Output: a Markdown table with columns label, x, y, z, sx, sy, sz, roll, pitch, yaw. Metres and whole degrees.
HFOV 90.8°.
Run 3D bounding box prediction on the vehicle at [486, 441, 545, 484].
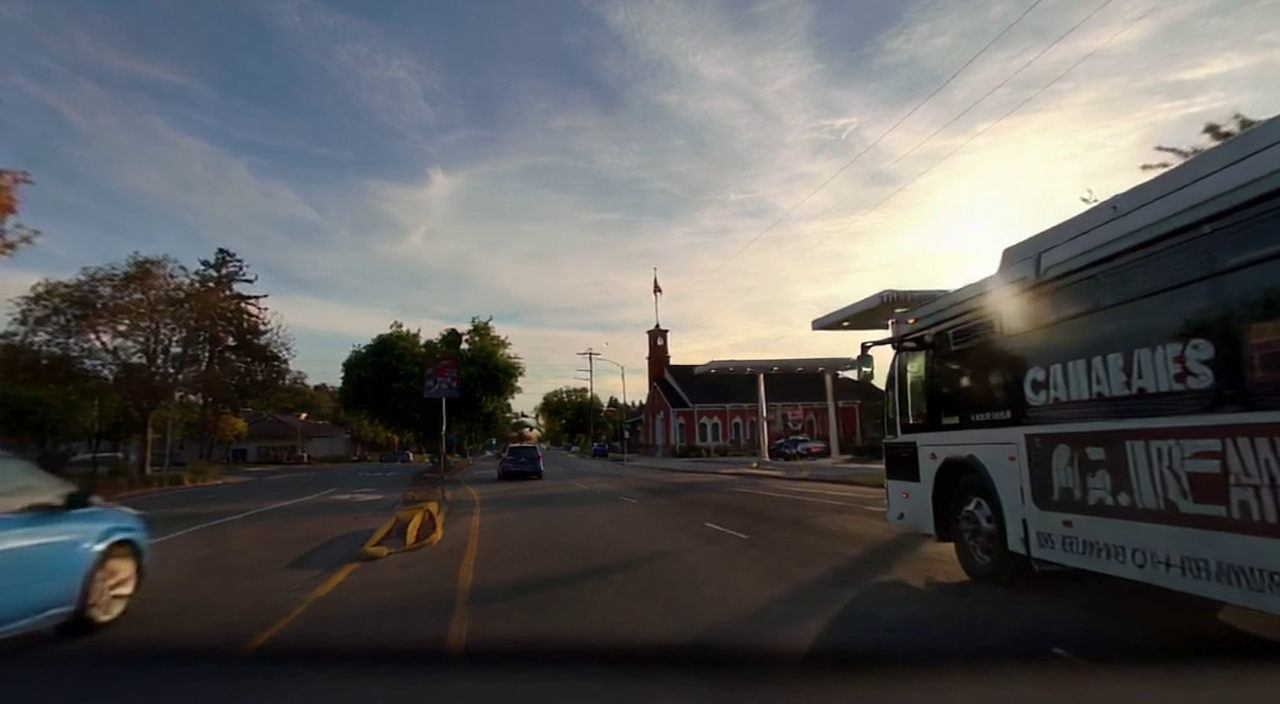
| label | x | y | z | sx | sy | sz | roll | pitch | yaw |
| --- | --- | --- | --- | --- | --- | --- | --- | --- | --- |
| vehicle | -5.341 | 4.619 | 26.725 | 2.032 | 1.621 | 4.082 | 2 | -9 | -17 |

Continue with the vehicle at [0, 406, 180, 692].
| label | x | y | z | sx | sy | sz | roll | pitch | yaw |
| --- | --- | --- | --- | --- | --- | --- | --- | --- | --- |
| vehicle | -4.631 | 1.089 | 3.287 | 2.060 | 1.624 | 4.179 | 2 | -9 | -13 |

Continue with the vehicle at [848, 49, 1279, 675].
| label | x | y | z | sx | sy | sz | roll | pitch | yaw |
| --- | --- | --- | --- | --- | --- | --- | --- | --- | --- |
| vehicle | 5.073 | -0.093 | 2.526 | 3.028 | 3.353 | 12.630 | 1 | -9 | -6 |
